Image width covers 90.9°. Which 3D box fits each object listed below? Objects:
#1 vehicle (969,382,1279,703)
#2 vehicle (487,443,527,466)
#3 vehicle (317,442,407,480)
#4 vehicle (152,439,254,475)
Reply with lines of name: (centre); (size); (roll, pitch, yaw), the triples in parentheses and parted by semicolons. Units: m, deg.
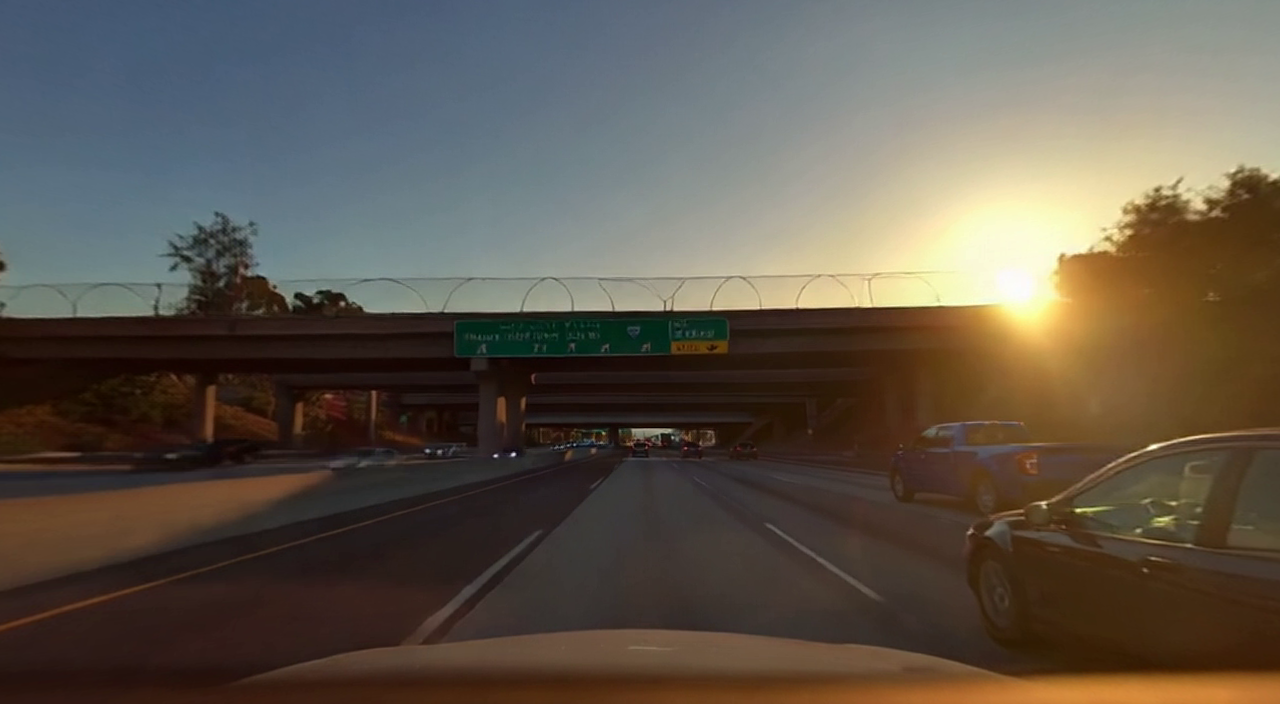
vehicle: (3.251, 0.808, 1.742); (2.119, 1.524, 4.807); (0, -8, 0)
vehicle: (-9.290, 7.193, 44.514); (1.865, 1.481, 4.492); (0, -8, 0)
vehicle: (-11.735, 4.606, 26.939); (1.850, 1.465, 4.257); (0, -8, 1)
vehicle: (-21.749, 5.232, 31.620); (1.945, 1.661, 4.387); (0, -8, 0)
